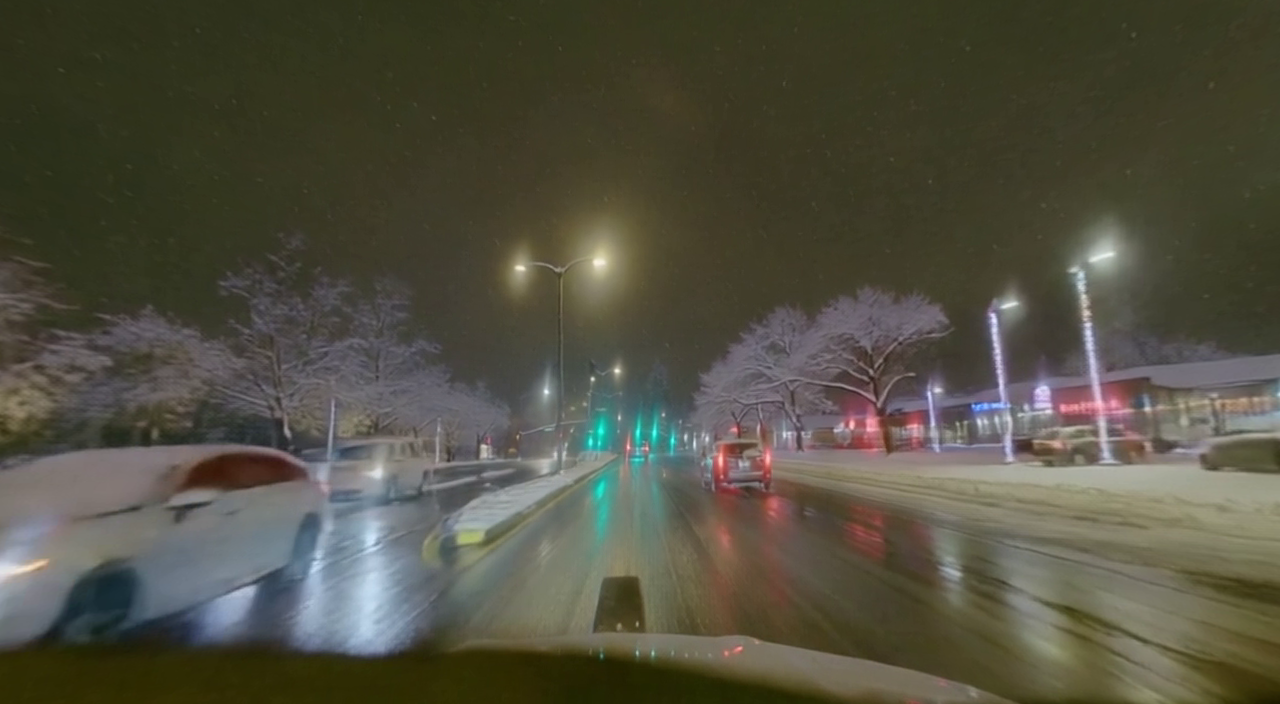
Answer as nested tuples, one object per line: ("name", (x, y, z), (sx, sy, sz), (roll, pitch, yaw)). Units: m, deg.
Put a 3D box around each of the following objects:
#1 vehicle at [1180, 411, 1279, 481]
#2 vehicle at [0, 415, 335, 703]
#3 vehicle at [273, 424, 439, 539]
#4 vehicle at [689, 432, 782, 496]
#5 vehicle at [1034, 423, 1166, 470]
("vehicle", (17.346, 2.564, 17.370), (4.504, 1.690, 2.179), (3, -11, -30))
("vehicle", (-4.198, 1.406, 5.080), (1.905, 1.471, 4.302), (-1, -9, -8))
("vehicle", (-5.117, 2.372, 12.145), (2.134, 1.660, 4.625), (0, -9, -14))
("vehicle", (2.708, 3.296, 18.997), (1.963, 1.677, 4.229), (0, -9, -2))
("vehicle", (17.559, 3.591, 24.122), (4.591, 1.645, 1.914), (4, -9, -24))
